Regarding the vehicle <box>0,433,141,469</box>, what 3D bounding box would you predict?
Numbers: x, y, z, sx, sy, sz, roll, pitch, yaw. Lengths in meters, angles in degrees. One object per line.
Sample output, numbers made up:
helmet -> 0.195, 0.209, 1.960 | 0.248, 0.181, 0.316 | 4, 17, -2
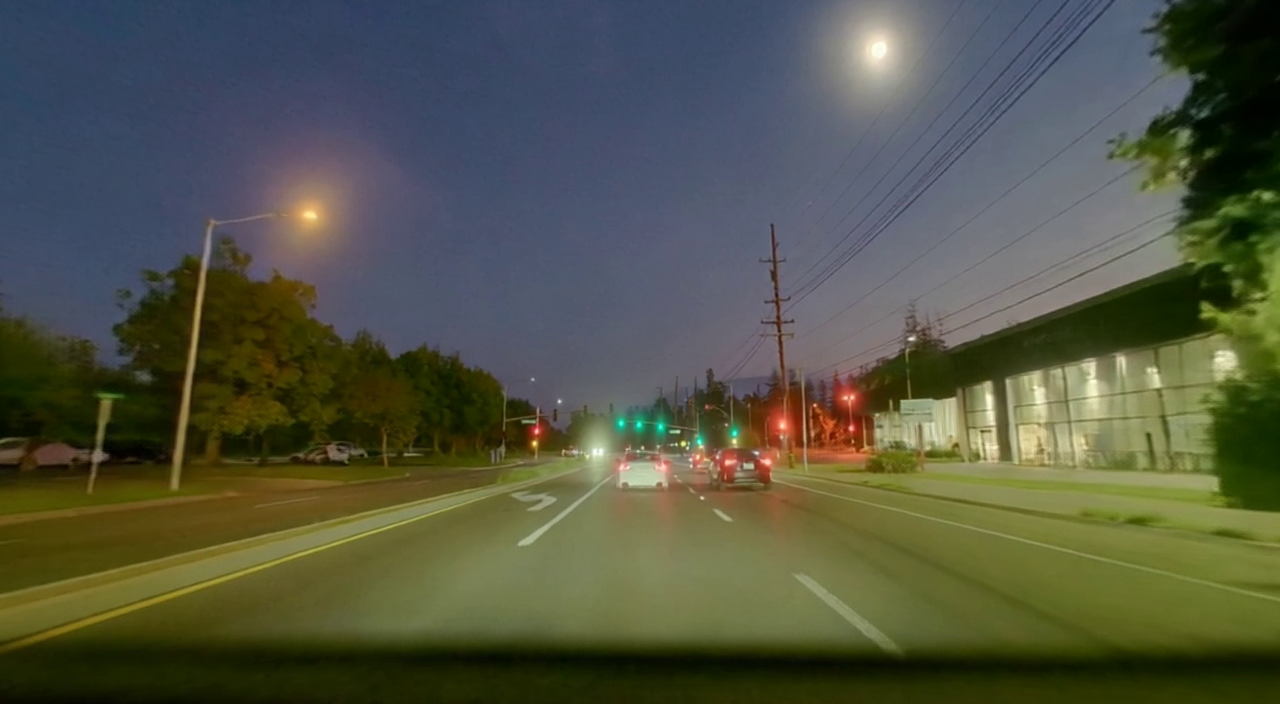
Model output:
vehicle -> -34.766, 5.973, 38.196 | 6.282, 2.011, 3.033 | 0, -8, -3

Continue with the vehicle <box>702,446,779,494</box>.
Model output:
vehicle -> 3.399, 4.072, 22.140 | 1.985, 1.489, 4.036 | 0, -9, -1

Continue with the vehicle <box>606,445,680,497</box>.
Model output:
vehicle -> 0.027, 3.764, 20.330 | 2.144, 1.473, 4.028 | 0, -9, -1
